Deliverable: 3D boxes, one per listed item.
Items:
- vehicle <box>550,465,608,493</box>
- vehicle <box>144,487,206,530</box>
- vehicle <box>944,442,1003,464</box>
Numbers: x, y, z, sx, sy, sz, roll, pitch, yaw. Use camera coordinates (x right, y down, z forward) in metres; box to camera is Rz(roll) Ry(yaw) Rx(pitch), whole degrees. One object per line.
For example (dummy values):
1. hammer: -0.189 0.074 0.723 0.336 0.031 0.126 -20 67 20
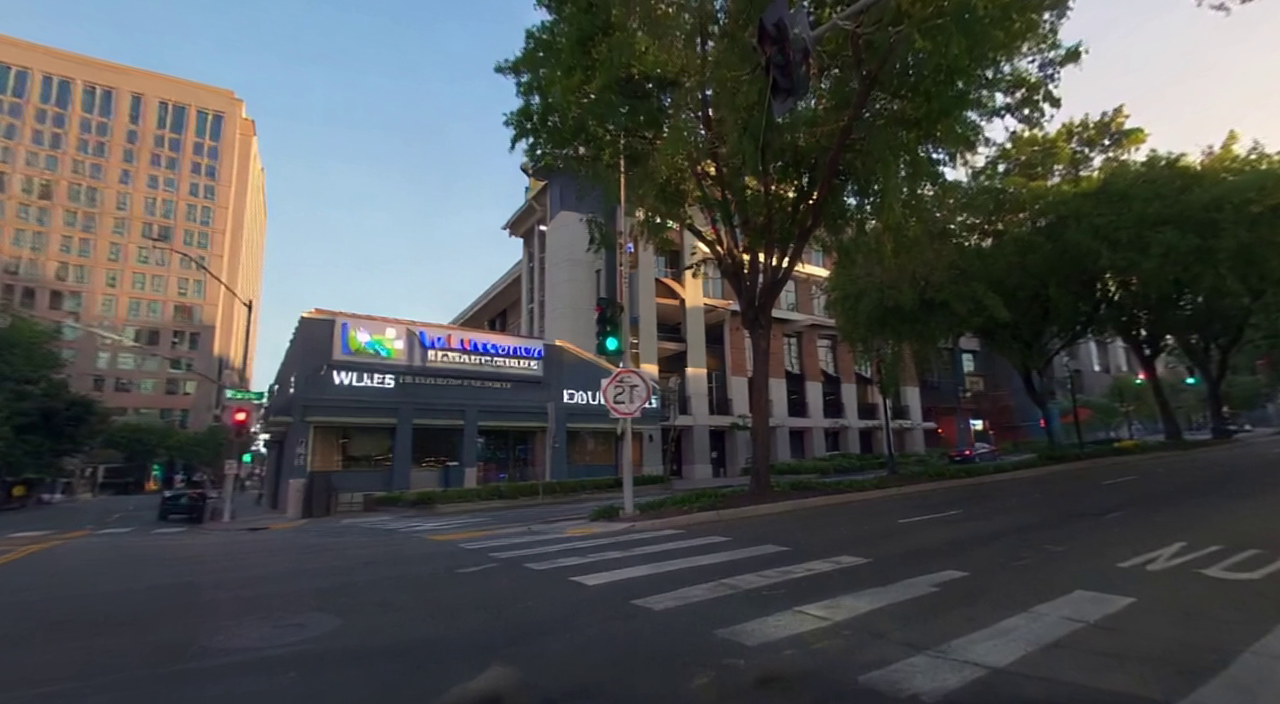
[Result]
1. vehicle: -3.938 8.022 40.114 1.956 1.471 3.994 4 -10 -34
2. vehicle: -21.351 7.145 29.119 2.066 1.481 4.004 6 -10 -34
3. vehicle: 24.862 7.503 47.043 4.442 1.440 1.840 4 -10 -32
